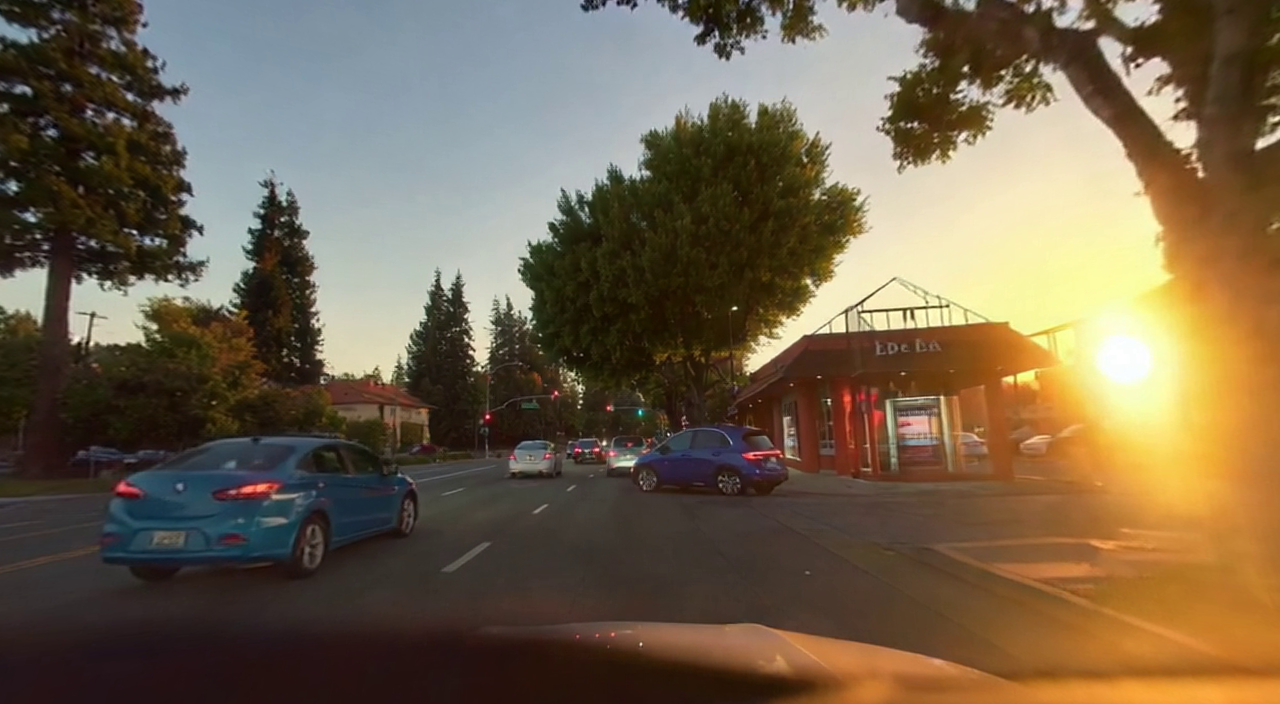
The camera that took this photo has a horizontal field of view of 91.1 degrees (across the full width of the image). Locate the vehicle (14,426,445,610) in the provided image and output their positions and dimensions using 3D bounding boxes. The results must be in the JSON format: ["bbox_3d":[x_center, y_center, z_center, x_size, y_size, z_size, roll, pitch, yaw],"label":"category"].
[{"bbox_3d":[-4.002,1.659,7.273,2.026,1.466,4.282,0,-8,1],"label":"vehicle"}]

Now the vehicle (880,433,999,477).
[{"bbox_3d":[12.309,4.258,25.955,3.871,1.525,1.835,-3,-9,0],"label":"vehicle"}]

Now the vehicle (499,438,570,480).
[{"bbox_3d":[-3.971,4.088,24.372,2.042,1.470,4.123,0,-8,0],"label":"vehicle"}]

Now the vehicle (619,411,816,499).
[{"bbox_3d":[1.904,2.629,16.332,4.642,1.955,2.052,-6,-10,37],"label":"vehicle"}]
